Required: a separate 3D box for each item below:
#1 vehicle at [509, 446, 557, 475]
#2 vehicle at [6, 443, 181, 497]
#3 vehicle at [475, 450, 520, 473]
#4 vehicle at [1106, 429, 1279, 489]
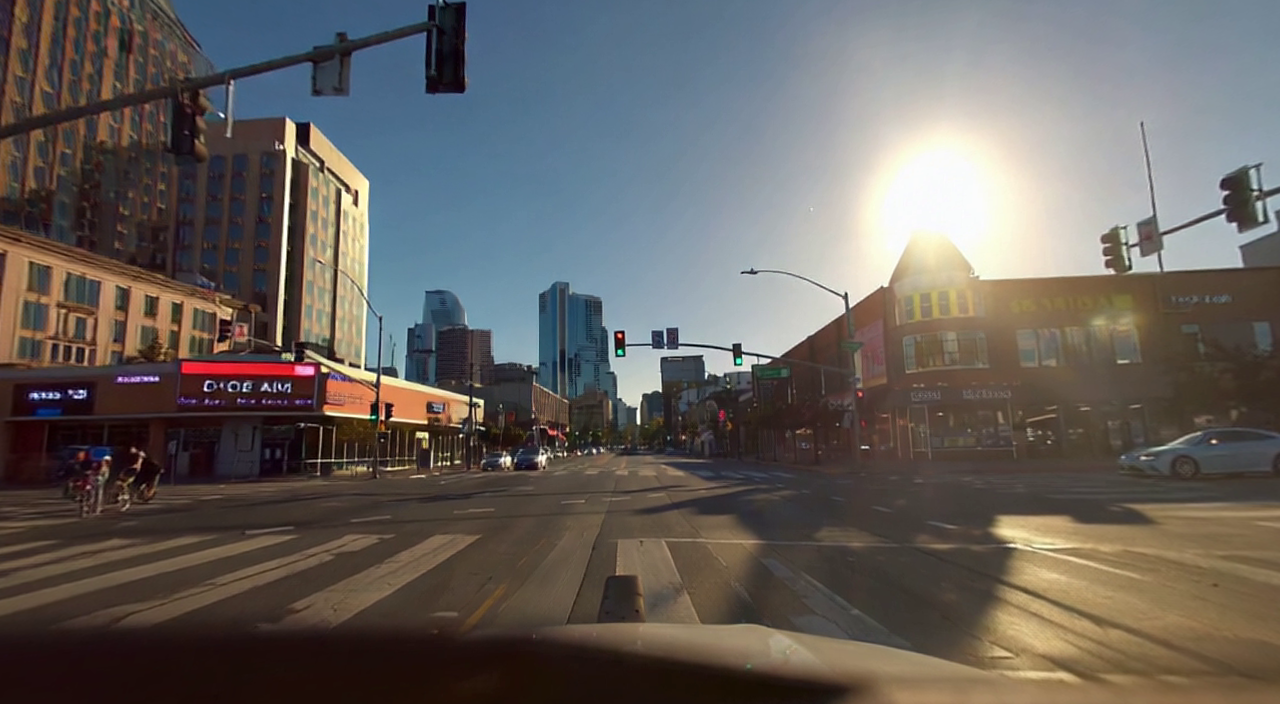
[{"bbox_3d":[-6.782,6.915,40.586,2.181,1.703,4.512,-1,-9,1],"label":"vehicle"},{"bbox_3d":[-21.158,4.543,24.585,5.161,1.910,2.275,-2,-9,11],"label":"vehicle"},{"bbox_3d":[-9.846,7.607,44.002,2.106,1.505,4.228,0,-9,0],"label":"vehicle"},{"bbox_3d":[15.418,2.799,16.602,4.651,1.463,1.880,-2,-9,8],"label":"vehicle"}]
